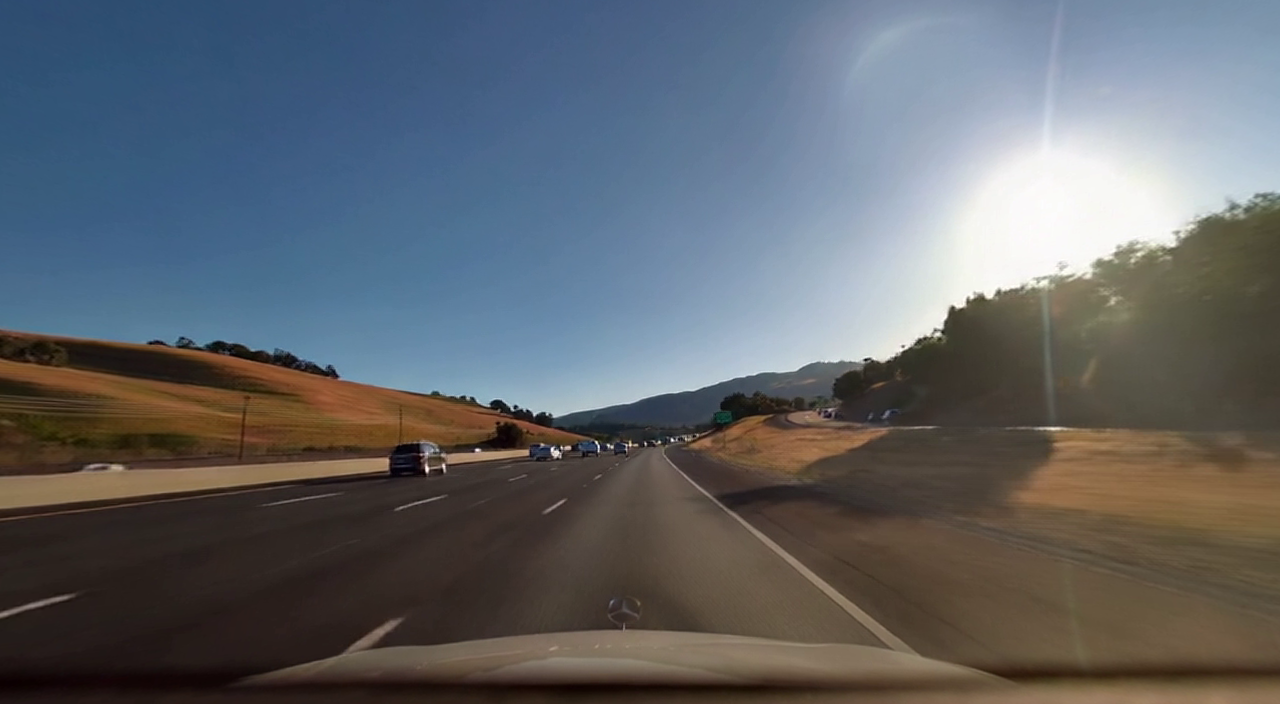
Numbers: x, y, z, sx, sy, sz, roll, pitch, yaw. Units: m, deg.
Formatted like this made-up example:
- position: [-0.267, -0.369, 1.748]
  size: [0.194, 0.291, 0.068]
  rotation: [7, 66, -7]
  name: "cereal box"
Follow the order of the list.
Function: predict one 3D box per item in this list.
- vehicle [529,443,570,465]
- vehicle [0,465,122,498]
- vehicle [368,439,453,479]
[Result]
- position: [-6.356, 7.189, 44.547]
  size: [2.107, 1.484, 4.449]
  rotation: [-1, -9, 2]
  name: "vehicle"
- position: [-36.222, 8.052, 39.535]
  size: [2.180, 1.737, 6.134]
  rotation: [0, -9, 1]
  name: "vehicle"
- position: [-10.398, 4.884, 28.984]
  size: [2.122, 1.695, 4.437]
  rotation: [-1, -9, 2]
  name: "vehicle"
